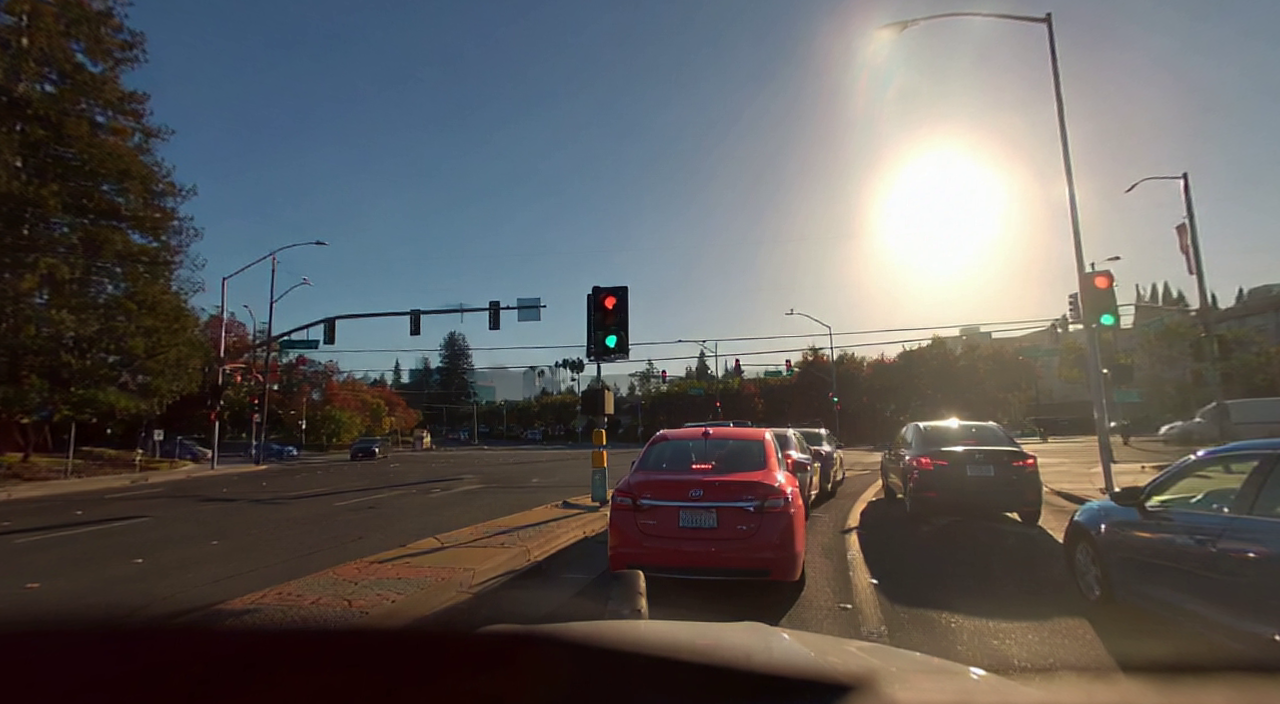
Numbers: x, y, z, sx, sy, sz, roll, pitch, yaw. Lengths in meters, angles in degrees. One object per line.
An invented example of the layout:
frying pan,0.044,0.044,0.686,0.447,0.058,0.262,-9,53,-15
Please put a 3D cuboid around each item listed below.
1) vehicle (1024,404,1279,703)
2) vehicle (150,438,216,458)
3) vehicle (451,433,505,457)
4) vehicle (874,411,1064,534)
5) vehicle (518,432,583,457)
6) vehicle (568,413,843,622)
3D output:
vehicle,4.249,1.055,3.364,1.954,1.508,4.441,-1,-8,6
vehicle,-35.388,7.433,48.629,1.652,1.433,3.733,-7,-11,40
vehicle,-12.467,7.116,48.195,1.972,1.705,4.457,8,-11,-44
vehicle,5.542,2.043,11.286,2.102,1.717,4.373,-2,-9,16
vehicle,-5.968,6.105,41.545,1.932,1.573,4.509,8,-12,-44
vehicle,0.850,1.498,6.692,2.052,1.483,3.928,-2,-8,12
